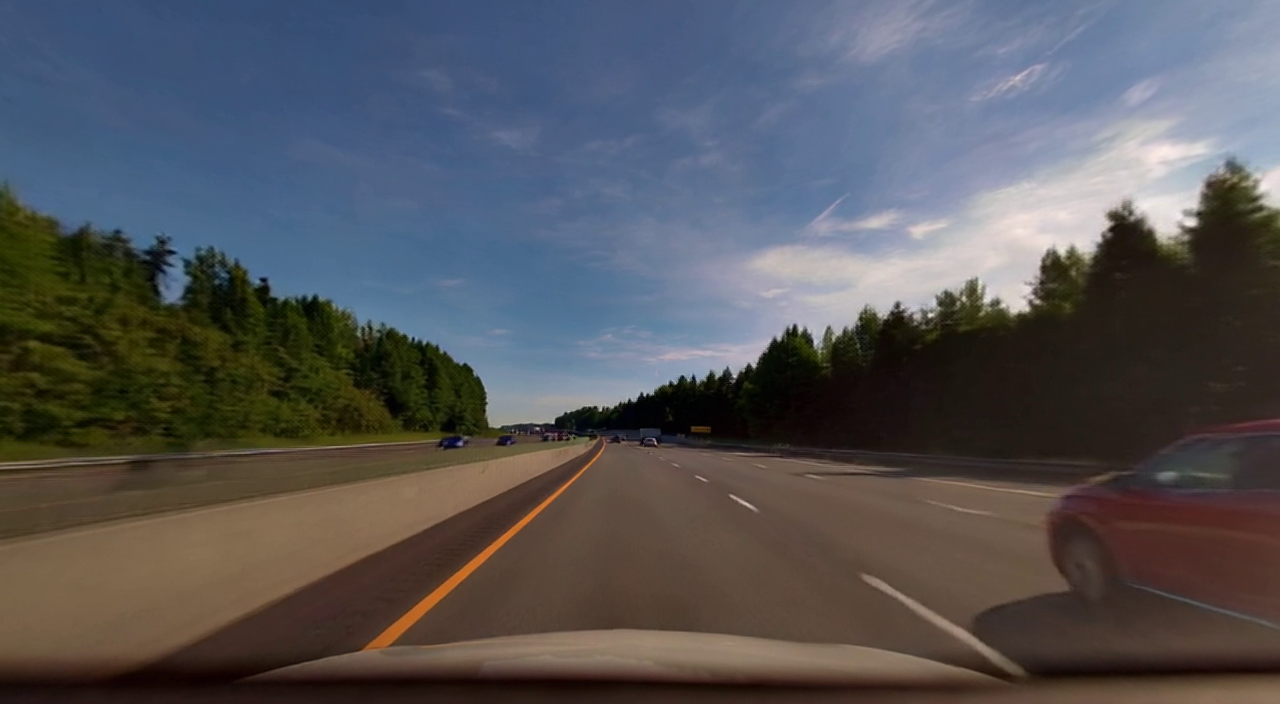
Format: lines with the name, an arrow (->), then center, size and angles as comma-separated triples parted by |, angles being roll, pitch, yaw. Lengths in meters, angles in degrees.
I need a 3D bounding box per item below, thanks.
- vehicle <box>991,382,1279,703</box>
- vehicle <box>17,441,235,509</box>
vehicle -> 3.716, 0.898, 2.675 | 1.958, 1.526, 4.227 | 0, -8, -1
vehicle -> -12.899, 3.056, 16.309 | 1.905, 1.464, 4.510 | 0, -8, -1
